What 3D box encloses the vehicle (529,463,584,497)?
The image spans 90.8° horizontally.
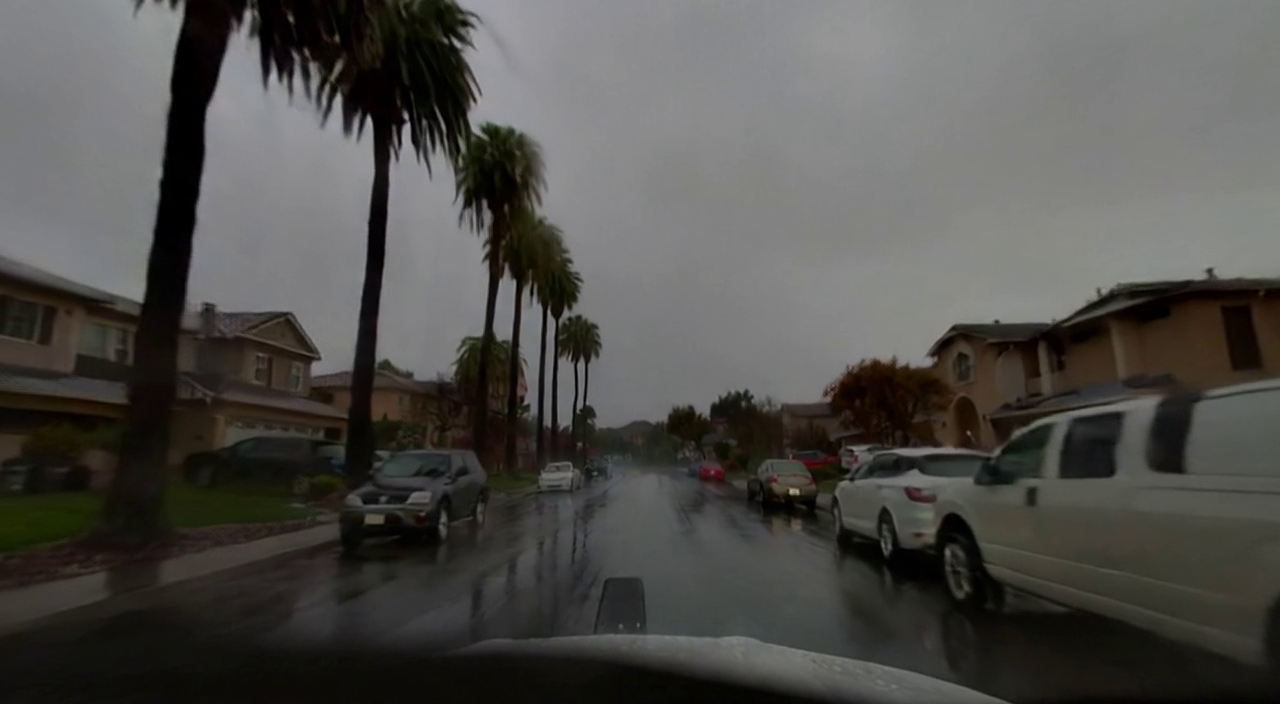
[{"bbox_3d":[-3.980,6.174,30.736,2.080,1.479,4.531,-1,-10,0],"label":"vehicle"}]

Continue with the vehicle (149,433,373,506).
[{"bbox_3d":[-10.814,3.374,18.409,4.991,1.947,2.329,0,-8,-1],"label":"vehicle"}]

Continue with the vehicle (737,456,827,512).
[{"bbox_3d":[4.519,4.249,20.810,1.987,1.567,4.112,0,-9,0],"label":"vehicle"}]

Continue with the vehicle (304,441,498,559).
[{"bbox_3d":[-4.460,2.775,12.787,2.147,1.823,4.725,-1,-8,-1],"label":"vehicle"}]

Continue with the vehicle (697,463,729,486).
[{"bbox_3d":[5.245,8.829,45.839,1.867,1.480,4.678,-1,-9,1],"label":"vehicle"}]

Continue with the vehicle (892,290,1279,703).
[{"bbox_3d":[3.790,0.954,3.809,2.184,2.038,6.212,-1,-9,2],"label":"vehicle"}]
